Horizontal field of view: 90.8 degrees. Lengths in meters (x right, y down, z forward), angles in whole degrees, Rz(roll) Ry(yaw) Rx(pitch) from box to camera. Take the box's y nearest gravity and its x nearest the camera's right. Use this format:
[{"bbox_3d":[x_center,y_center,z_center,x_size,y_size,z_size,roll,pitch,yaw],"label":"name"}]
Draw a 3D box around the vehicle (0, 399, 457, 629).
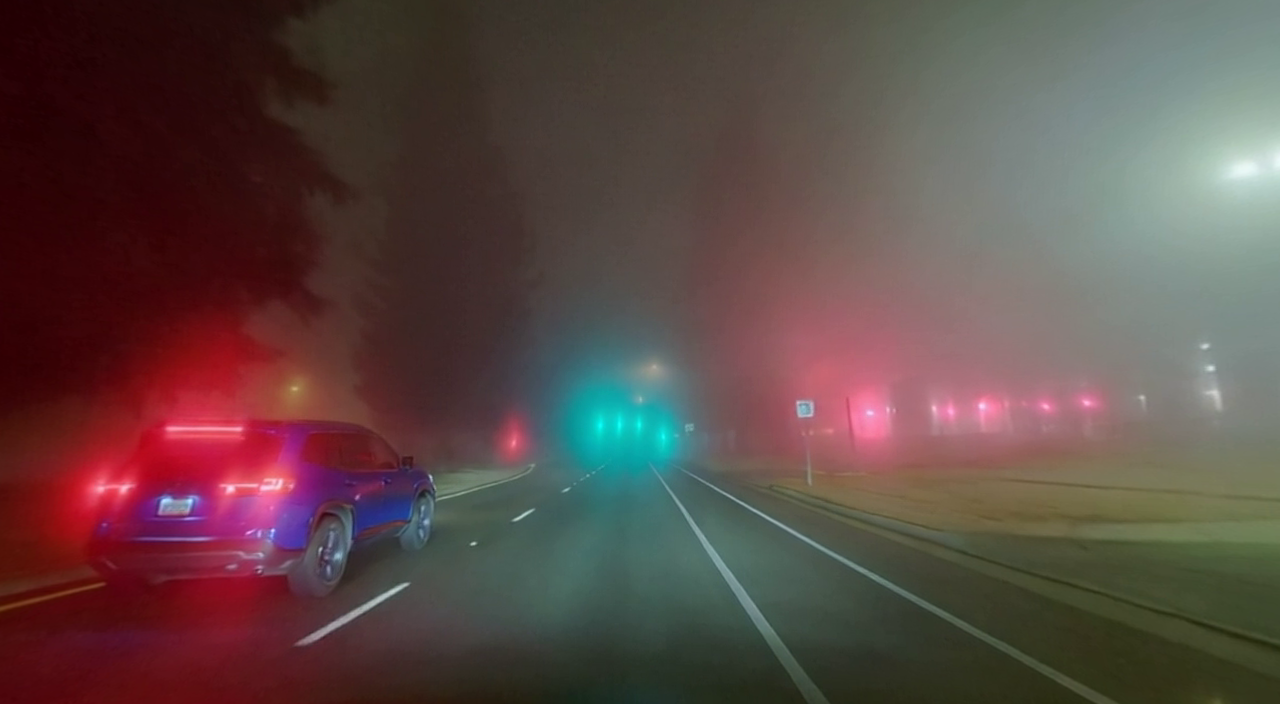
[{"bbox_3d":[-3.770,1.562,7.052,2.121,1.724,4.392,0,-9,0],"label":"vehicle"}]
